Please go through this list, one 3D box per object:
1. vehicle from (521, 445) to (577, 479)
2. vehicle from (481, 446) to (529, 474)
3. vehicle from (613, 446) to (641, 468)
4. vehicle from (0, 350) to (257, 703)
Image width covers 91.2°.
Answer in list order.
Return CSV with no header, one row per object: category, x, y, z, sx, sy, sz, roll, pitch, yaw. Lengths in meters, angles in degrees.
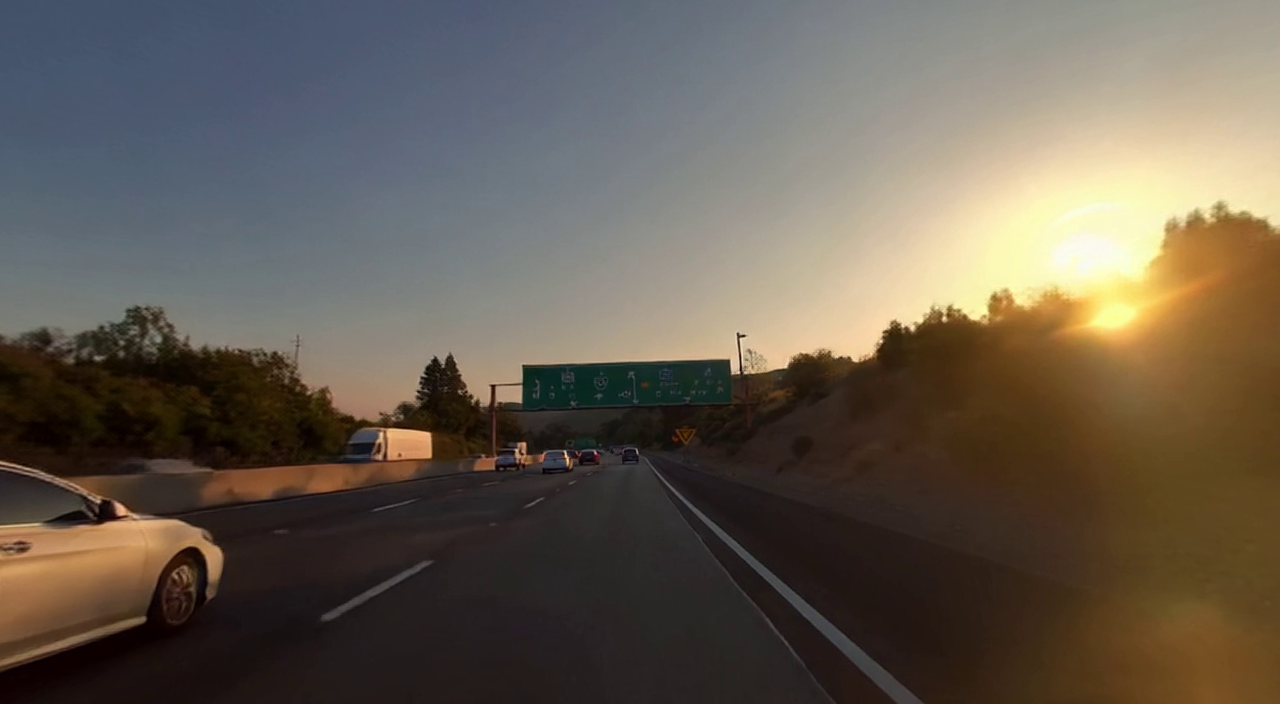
vehicle,-4.180,5.121,29.411,1.988,1.477,4.118,0,-9,0
vehicle,-7.869,6.320,36.785,1.936,1.516,3.904,0,-9,0
vehicle,-0.955,7.723,46.241,2.023,1.479,3.718,0,-9,-1
vehicle,-4.066,0.838,2.613,2.074,1.779,4.588,0,-9,-1
